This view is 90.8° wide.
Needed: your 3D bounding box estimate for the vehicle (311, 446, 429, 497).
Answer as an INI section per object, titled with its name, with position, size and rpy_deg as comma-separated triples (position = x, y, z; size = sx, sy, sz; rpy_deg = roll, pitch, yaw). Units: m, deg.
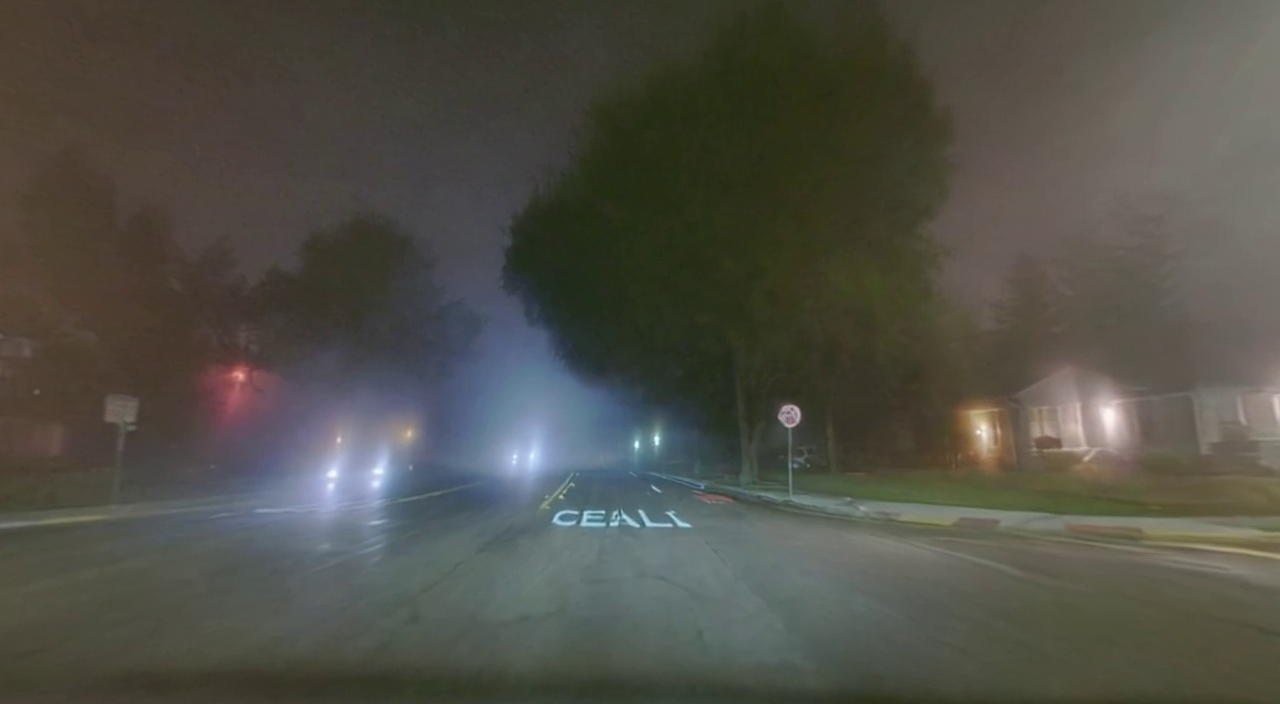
[vehicle]
position = -10.094, 4.464, 24.091
size = 2.053, 1.727, 4.651
rpy_deg = -1, -8, 6
